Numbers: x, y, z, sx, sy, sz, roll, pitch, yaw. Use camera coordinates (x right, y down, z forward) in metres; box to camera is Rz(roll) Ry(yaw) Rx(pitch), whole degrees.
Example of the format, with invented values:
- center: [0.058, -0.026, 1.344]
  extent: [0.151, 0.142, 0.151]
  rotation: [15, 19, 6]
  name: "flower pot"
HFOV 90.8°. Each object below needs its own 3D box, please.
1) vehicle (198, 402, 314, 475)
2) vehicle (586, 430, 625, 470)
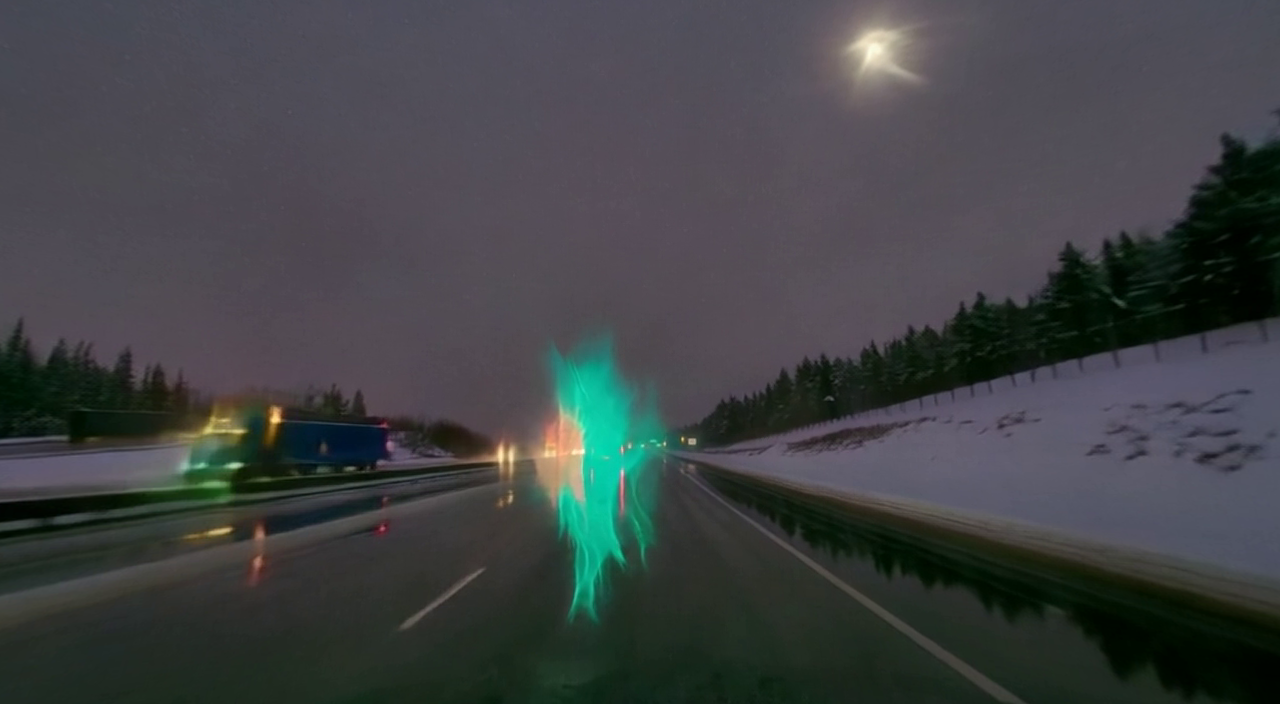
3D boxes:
- center: [-22.815, 5.247, 37.946]
  extent: [2.963, 3.995, 5.922]
  rotation: [0, -9, 1]
  name: "vehicle"
- center: [-2.321, 6.857, 44.203]
  extent: [2.437, 2.565, 5.829]
  rotation: [0, -9, 0]
  name: "vehicle"
